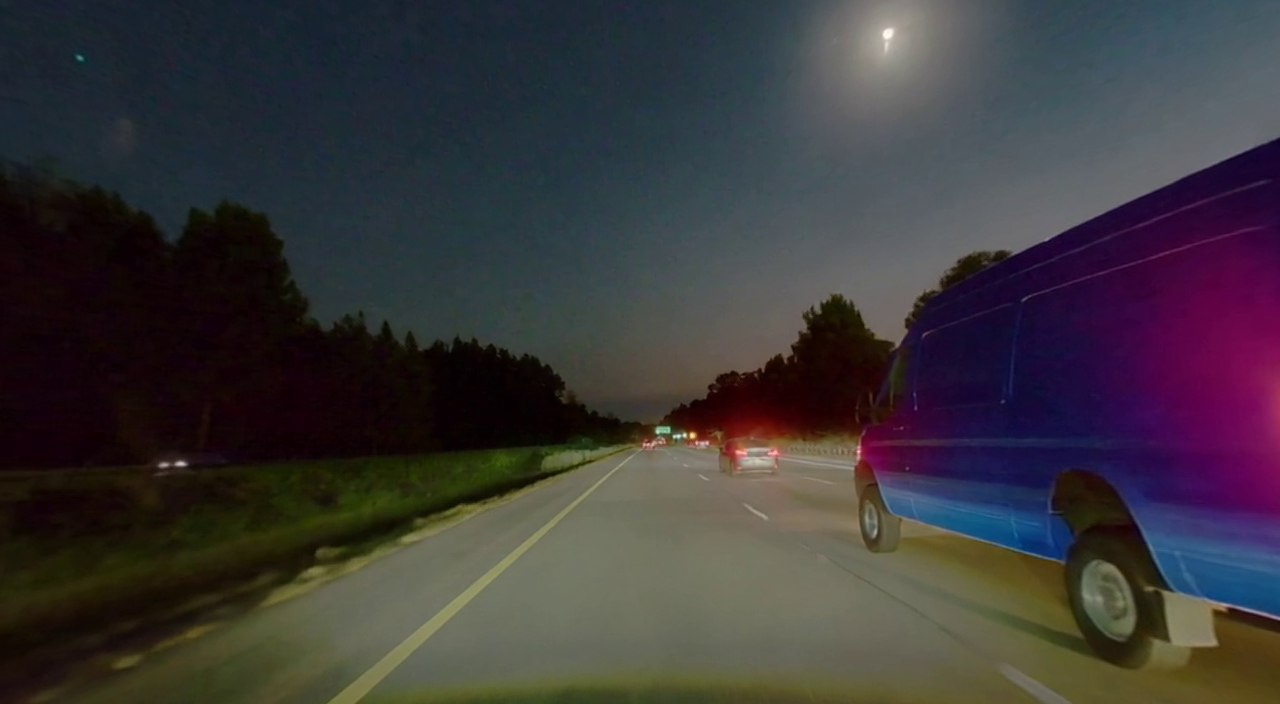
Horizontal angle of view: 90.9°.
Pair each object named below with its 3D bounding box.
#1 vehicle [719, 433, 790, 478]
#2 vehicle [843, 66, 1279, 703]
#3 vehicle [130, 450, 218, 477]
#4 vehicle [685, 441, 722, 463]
[{"bbox_3d":[4.508,4.140,25.528,2.034,1.651,4.342,0,-8,0],"label":"vehicle"},{"bbox_3d":[3.634,0.598,4.745,2.302,2.670,5.912,0,-8,1],"label":"vehicle"},{"bbox_3d":[-27.654,6.604,37.639,1.949,1.459,4.287,0,-8,0],"label":"vehicle"},{"bbox_3d":[4.406,6.977,44.318,2.050,1.448,4.123,0,-8,-1],"label":"vehicle"}]
